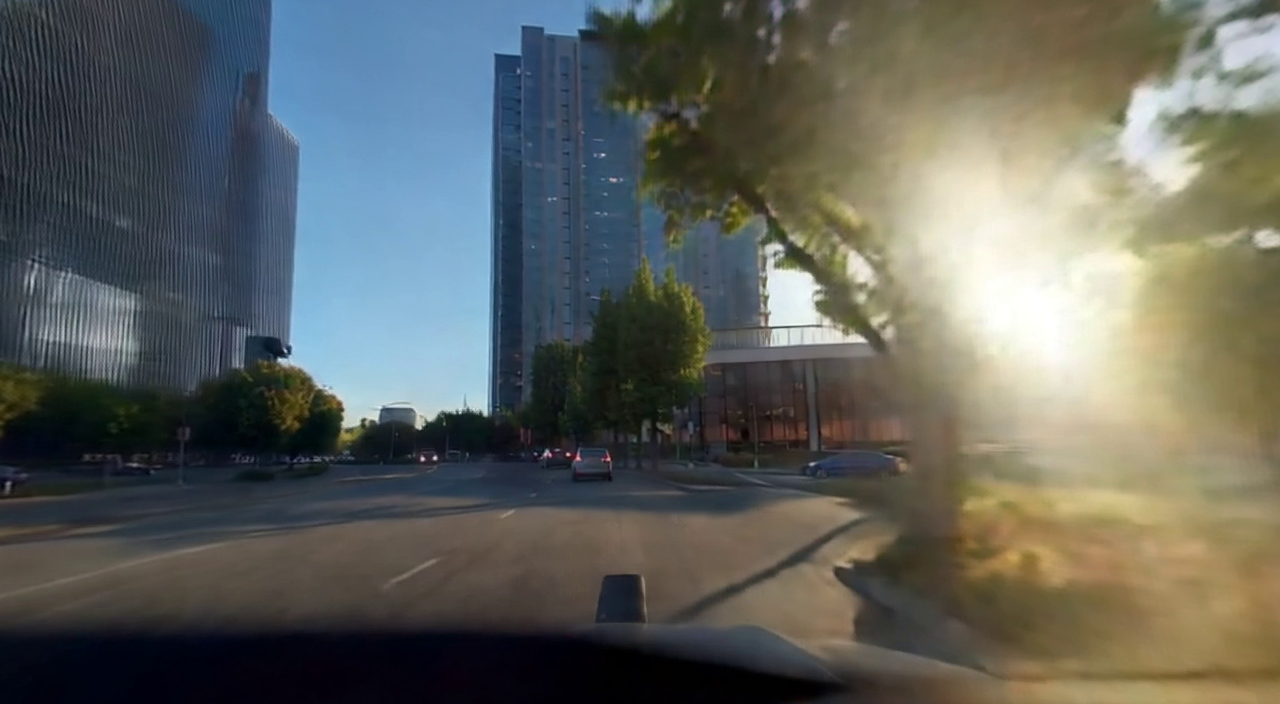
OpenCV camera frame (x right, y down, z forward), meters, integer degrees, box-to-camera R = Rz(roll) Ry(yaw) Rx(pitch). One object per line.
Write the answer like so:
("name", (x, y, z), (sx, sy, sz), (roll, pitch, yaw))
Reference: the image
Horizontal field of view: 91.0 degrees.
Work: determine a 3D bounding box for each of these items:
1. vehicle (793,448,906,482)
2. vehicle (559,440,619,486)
("vehicle", (9.761, 5.302, 29.661), (4.645, 1.505, 2.100), (-1, -9, 4))
("vehicle", (-2.034, 4.428, 25.385), (2.183, 1.675, 4.319), (1, -9, -4))
